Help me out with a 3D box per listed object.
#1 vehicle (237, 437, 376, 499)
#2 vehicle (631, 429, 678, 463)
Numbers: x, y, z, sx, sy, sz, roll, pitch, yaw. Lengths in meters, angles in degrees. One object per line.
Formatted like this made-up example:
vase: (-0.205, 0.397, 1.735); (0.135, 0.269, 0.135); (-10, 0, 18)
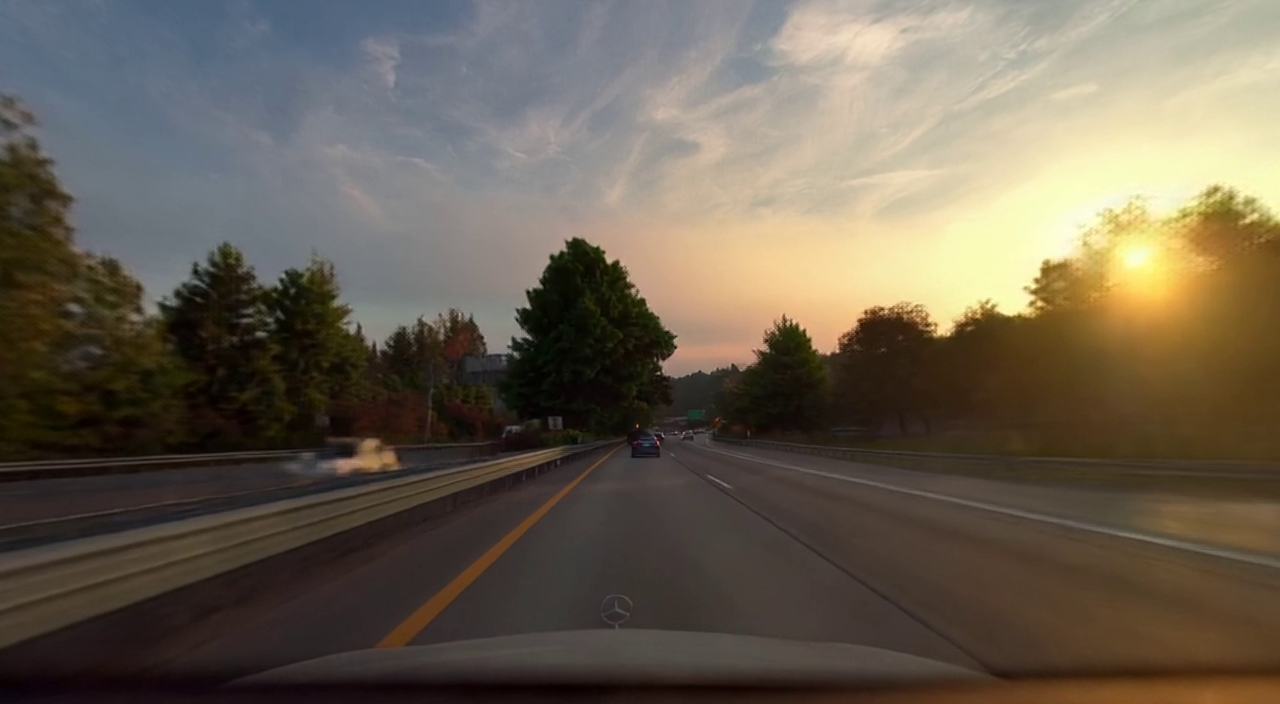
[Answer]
vehicle: (-8.718, 3.013, 16.823); (1.845, 1.478, 3.431); (0, -8, -1)
vehicle: (0.598, 4.433, 29.842); (2.046, 1.526, 3.903); (0, -8, -1)
